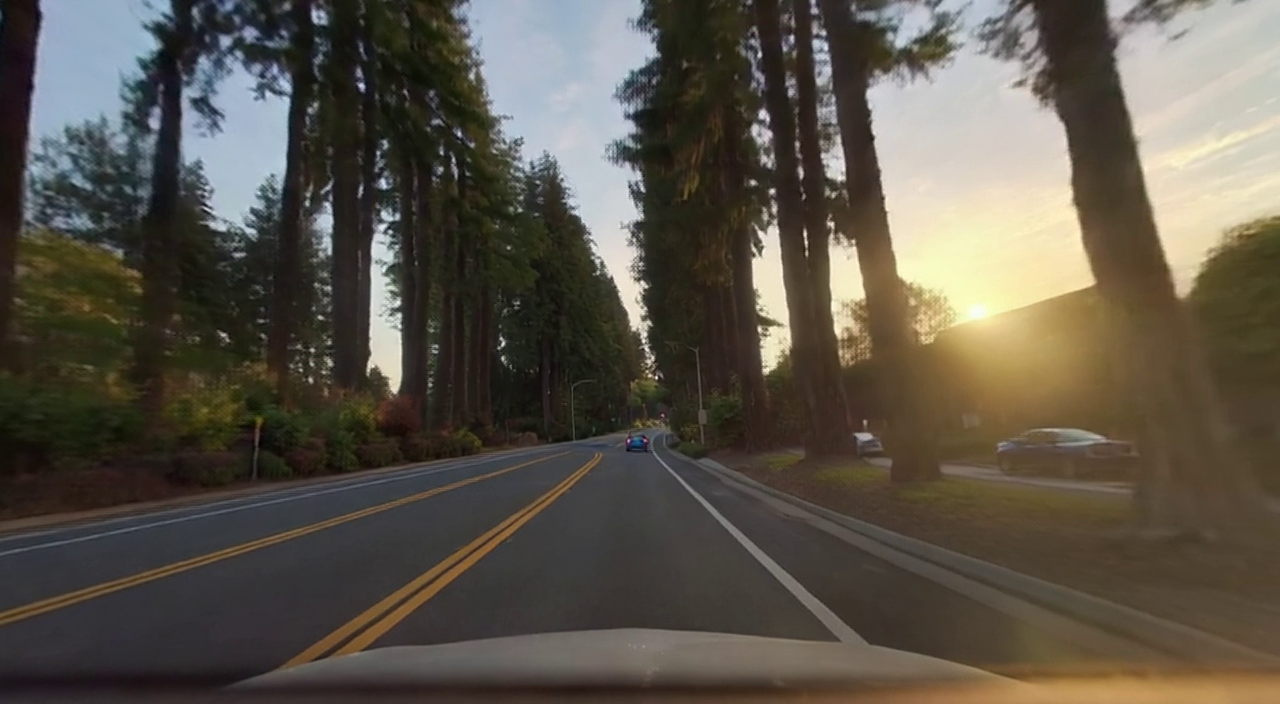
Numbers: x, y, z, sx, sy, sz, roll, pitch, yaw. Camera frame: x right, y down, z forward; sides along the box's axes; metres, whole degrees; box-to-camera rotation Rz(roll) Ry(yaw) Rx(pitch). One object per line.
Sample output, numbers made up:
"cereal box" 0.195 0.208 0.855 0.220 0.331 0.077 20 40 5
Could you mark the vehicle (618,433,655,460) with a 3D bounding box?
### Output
"vehicle" -0.224 5.570 37.284 2.067 1.486 3.861 0 -9 0
